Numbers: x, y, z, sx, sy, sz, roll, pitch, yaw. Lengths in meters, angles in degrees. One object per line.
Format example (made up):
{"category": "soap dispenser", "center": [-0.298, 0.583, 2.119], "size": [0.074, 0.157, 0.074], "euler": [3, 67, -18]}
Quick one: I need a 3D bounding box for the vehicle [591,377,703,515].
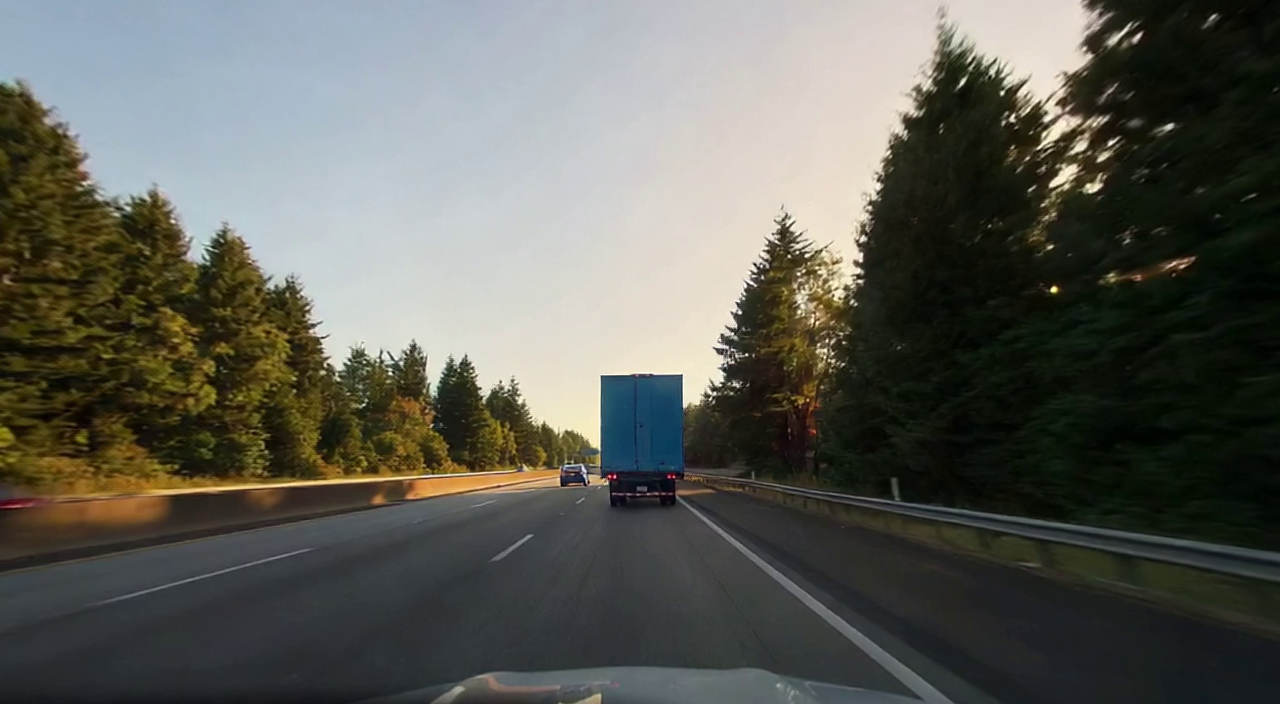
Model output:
{"category": "vehicle", "center": [0.045, 3.397, 21.904], "size": [3.008, 3.678, 9.512], "euler": [1, -10, -2]}

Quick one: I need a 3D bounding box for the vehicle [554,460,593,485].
{"category": "vehicle", "center": [-4.492, 8.266, 43.257], "size": [2.104, 1.536, 4.599], "euler": [1, -10, 0]}
